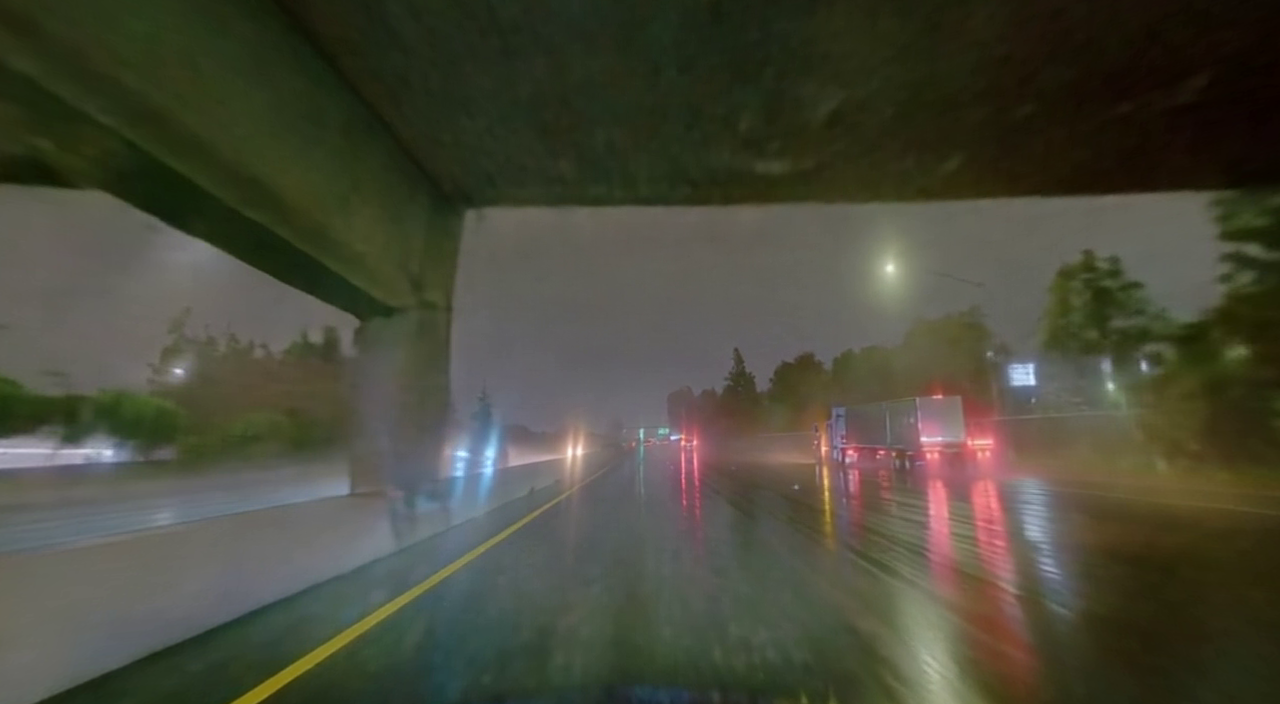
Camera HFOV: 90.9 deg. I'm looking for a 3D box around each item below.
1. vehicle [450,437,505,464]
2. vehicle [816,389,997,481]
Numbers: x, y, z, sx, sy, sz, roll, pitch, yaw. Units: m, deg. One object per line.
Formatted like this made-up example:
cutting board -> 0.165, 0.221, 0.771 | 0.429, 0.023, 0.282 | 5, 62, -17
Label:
vehicle -> -10.004, 6.101, 39.118 | 2.009, 1.551, 4.720 | 0, -8, 2
vehicle -> 10.851, 3.699, 27.560 | 2.960, 3.207, 10.950 | 0, -8, -1
